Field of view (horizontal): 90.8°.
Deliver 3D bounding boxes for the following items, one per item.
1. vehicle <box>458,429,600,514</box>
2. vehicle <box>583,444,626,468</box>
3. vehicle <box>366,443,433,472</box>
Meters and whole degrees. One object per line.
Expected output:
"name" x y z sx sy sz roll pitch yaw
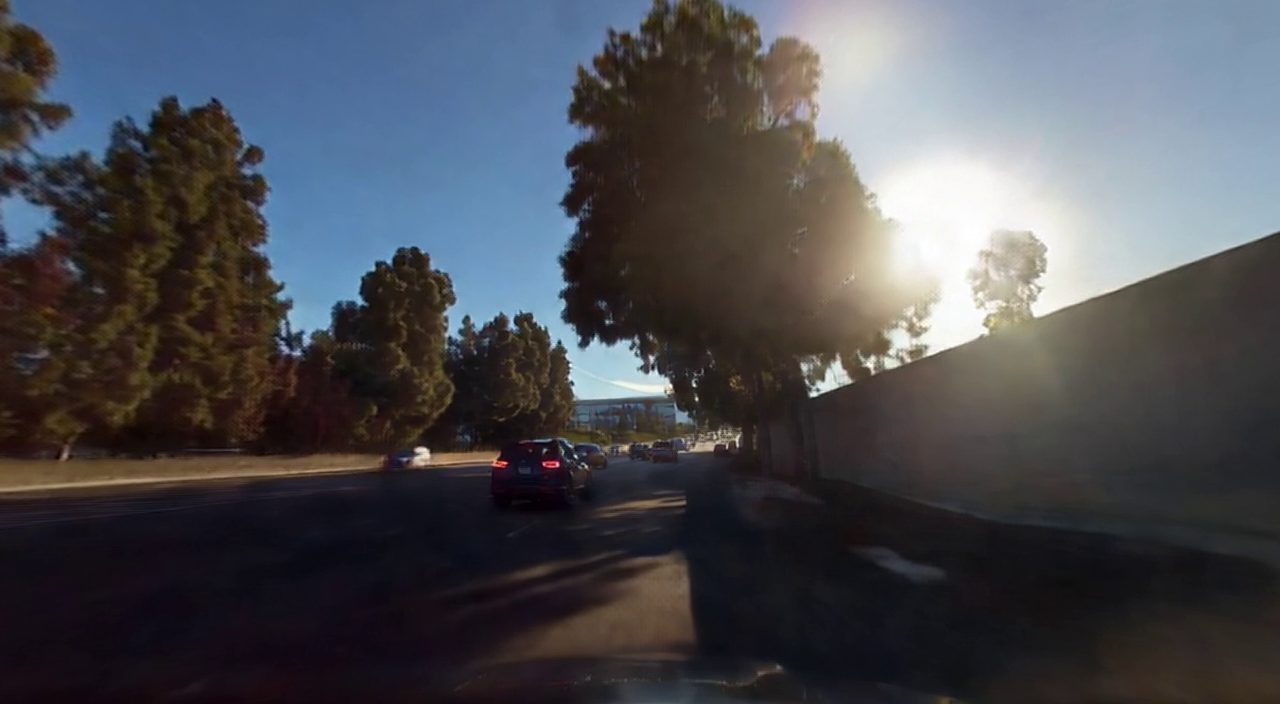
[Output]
"vehicle" -2.373 2.730 14.943 2.082 1.638 4.644 0 -9 6
"vehicle" -2.296 6.931 42.290 1.860 1.442 4.332 -1 -9 10
"vehicle" -15.086 6.642 39.948 1.918 1.628 4.502 -1 -9 9
